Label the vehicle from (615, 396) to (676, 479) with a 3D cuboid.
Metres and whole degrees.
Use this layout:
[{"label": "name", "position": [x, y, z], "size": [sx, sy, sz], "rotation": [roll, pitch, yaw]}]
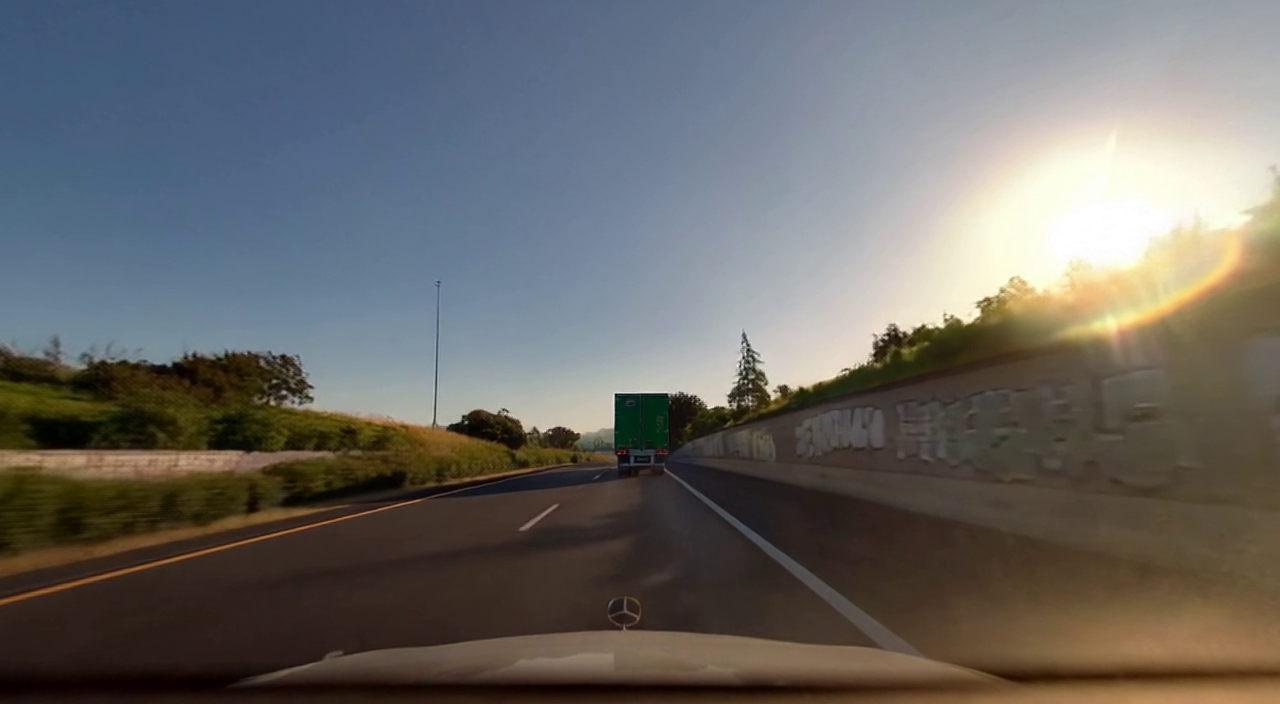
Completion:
[{"label": "vehicle", "position": [0.135, 4.902, 35.527], "size": [2.900, 3.955, 10.151], "rotation": [0, -9, -1]}]
